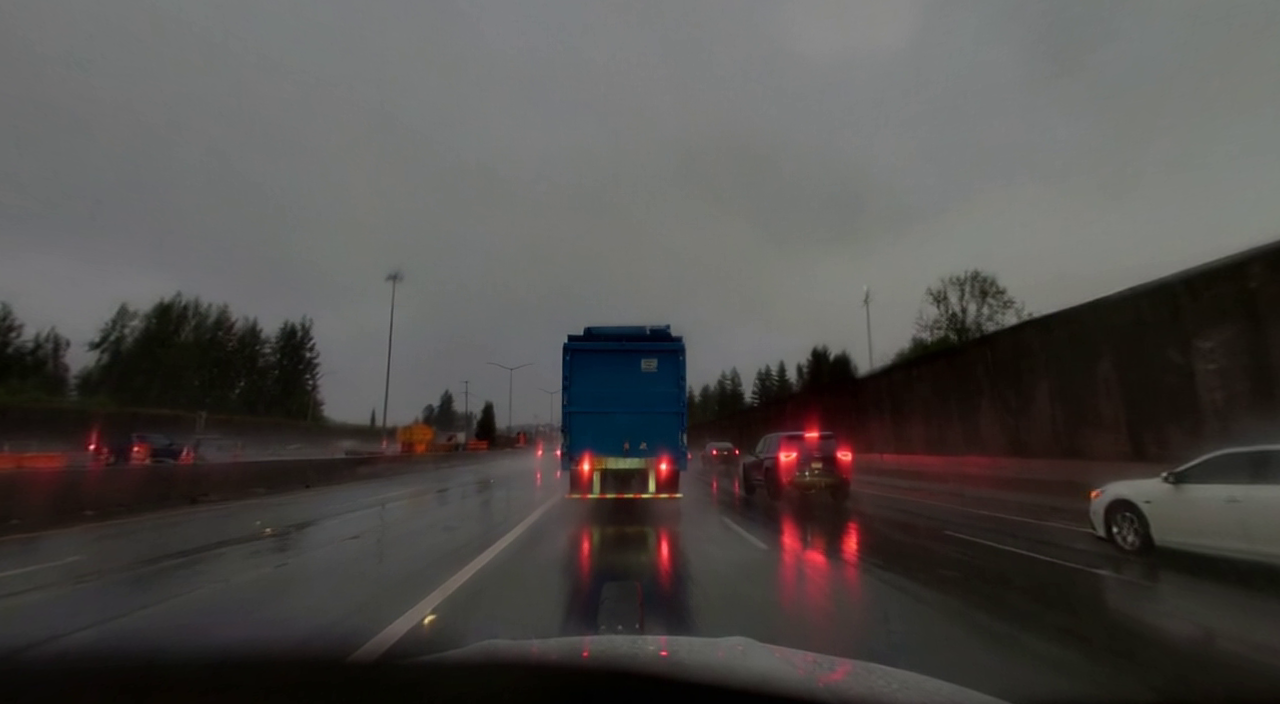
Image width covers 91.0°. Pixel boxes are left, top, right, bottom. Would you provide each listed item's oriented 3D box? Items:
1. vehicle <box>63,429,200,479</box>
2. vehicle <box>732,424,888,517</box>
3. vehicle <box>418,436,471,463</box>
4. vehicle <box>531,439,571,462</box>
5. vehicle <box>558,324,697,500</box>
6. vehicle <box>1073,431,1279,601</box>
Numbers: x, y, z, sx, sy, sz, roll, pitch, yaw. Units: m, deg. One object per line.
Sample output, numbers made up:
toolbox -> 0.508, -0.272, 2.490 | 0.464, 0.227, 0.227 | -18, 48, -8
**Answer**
vehicle -> -21.529, 4.301, 26.727 | 4.632, 1.852, 2.033 | 0, -8, 16
vehicle -> 3.479, 2.531, 13.849 | 2.103, 1.713, 4.173 | 1, -9, -3
vehicle -> -14.147, 7.076, 45.899 | 2.054, 1.708, 4.663 | 2, -8, 4
vehicle -> -6.003, 6.693, 42.935 | 2.014, 1.477, 4.595 | 0, -9, 1
vehicle -> -0.443, 2.085, 19.221 | 3.067, 3.940, 10.154 | 1, -9, -2
vehicle -> 7.248, 1.605, 6.177 | 2.070, 1.632, 4.774 | 2, -9, -10
